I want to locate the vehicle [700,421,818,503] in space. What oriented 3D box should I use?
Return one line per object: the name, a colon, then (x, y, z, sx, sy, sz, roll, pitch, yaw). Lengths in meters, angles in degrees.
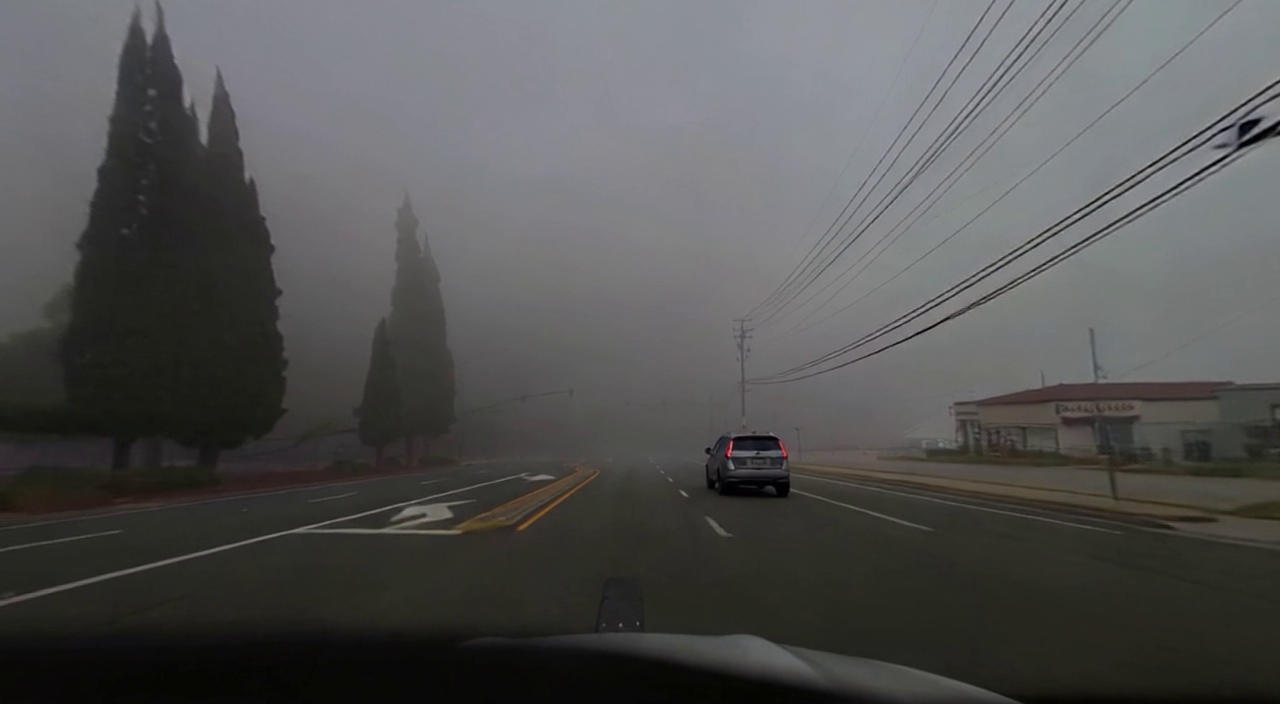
vehicle: (2.907, 2.820, 16.596, 2.060, 1.820, 4.713, 0, -9, -2)
